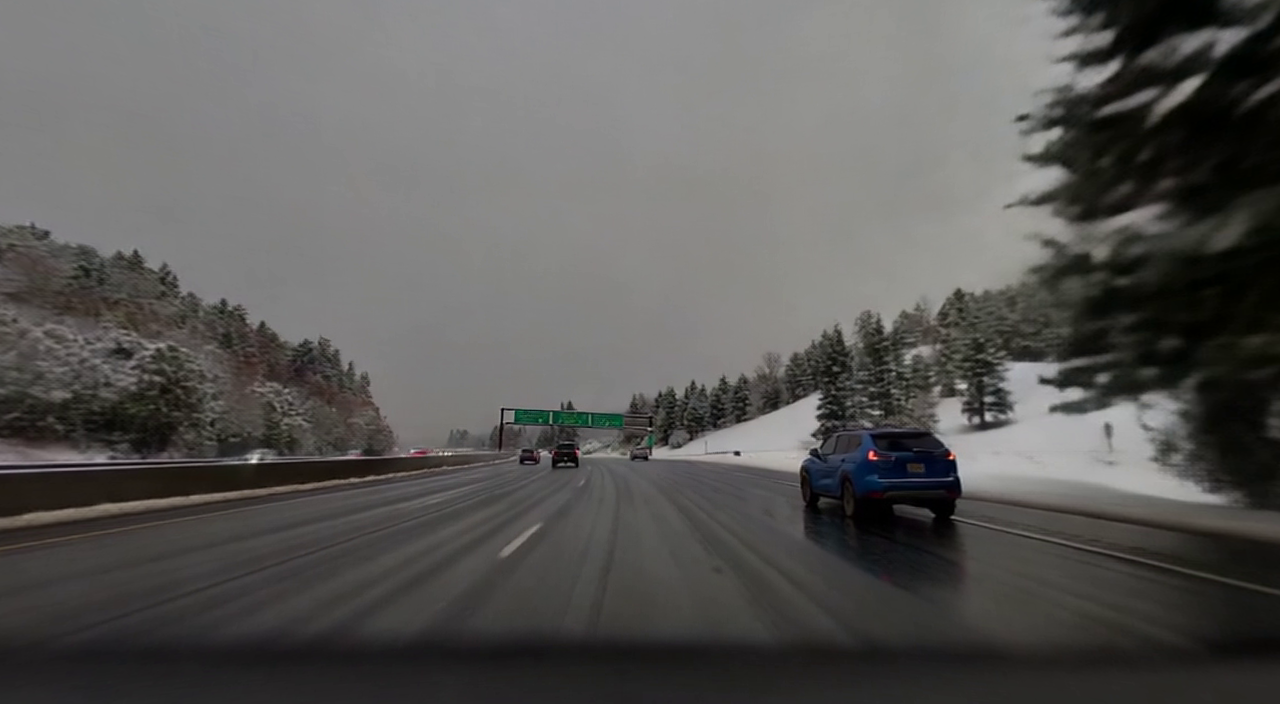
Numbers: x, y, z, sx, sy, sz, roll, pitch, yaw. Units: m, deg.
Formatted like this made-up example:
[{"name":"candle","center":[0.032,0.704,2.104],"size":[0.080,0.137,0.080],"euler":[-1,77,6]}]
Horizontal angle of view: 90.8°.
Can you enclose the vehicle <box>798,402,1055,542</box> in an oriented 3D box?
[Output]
[{"name":"vehicle","center":[4.554,2.017,11.158],"size":[2.103,1.903,4.837],"euler":[0,-9,-2]}]

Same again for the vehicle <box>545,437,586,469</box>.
[{"name":"vehicle","center":[-5.348,7.323,45.881],"size":[2.537,2.121,5.251],"euler":[0,-9,-2]}]
